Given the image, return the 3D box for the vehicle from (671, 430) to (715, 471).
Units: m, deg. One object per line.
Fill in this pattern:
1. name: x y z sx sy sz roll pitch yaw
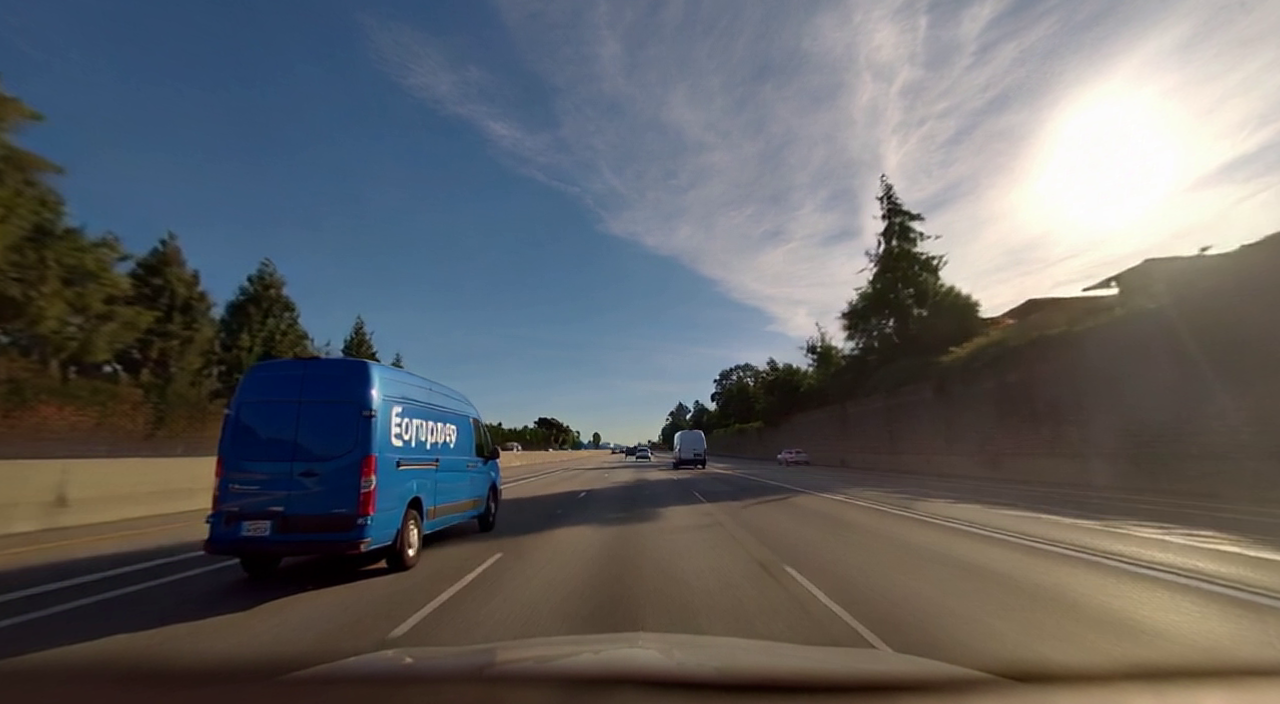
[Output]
1. vehicle: 3.554 6.791 43.436 2.373 2.561 5.922 0 -9 -1

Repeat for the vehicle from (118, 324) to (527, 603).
1. vehicle: -3.410 1.471 8.884 2.409 2.523 6.275 0 -9 0

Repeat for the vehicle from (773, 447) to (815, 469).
1. vehicle: 11.114 7.652 45.692 1.870 1.497 3.886 0 -9 -2
